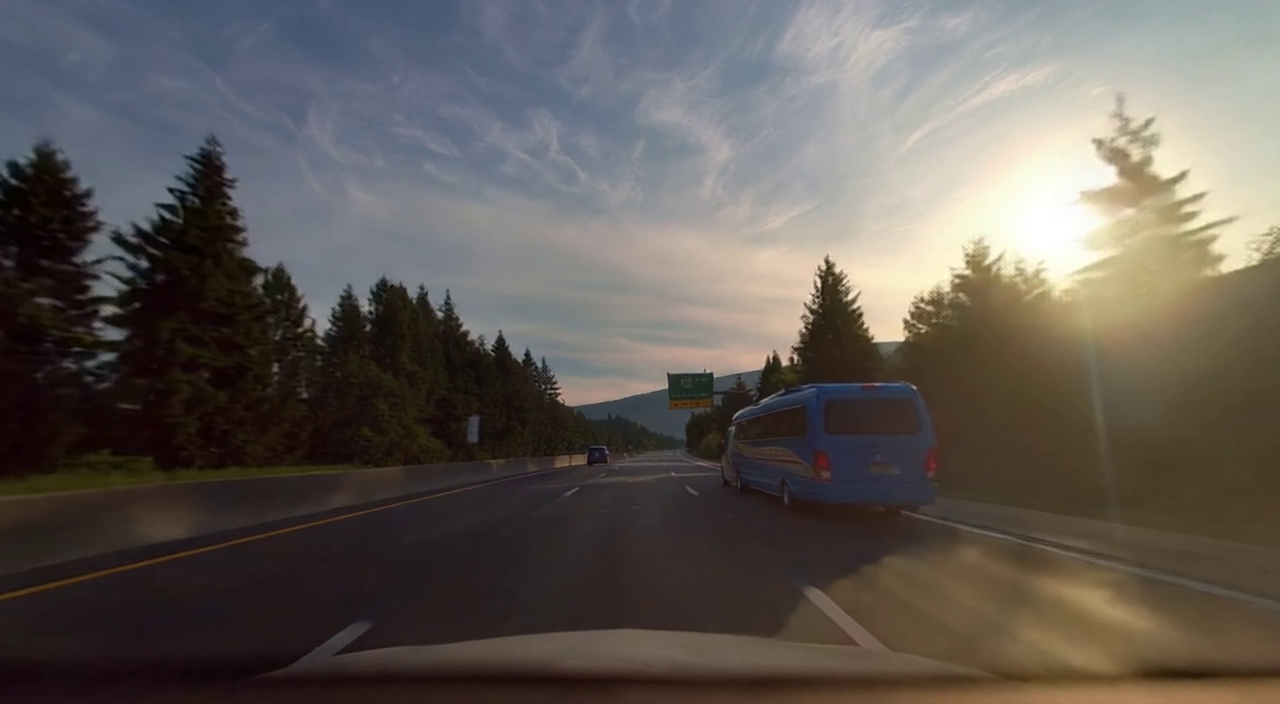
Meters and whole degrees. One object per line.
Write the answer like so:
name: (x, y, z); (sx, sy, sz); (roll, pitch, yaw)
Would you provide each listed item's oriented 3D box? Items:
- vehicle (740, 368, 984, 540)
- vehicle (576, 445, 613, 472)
vehicle: (3.961, 2.074, 13.087); (2.614, 2.655, 6.429); (0, -9, -1)
vehicle: (-2.934, 7.052, 41.878); (2.020, 1.619, 4.690); (0, -9, 1)
